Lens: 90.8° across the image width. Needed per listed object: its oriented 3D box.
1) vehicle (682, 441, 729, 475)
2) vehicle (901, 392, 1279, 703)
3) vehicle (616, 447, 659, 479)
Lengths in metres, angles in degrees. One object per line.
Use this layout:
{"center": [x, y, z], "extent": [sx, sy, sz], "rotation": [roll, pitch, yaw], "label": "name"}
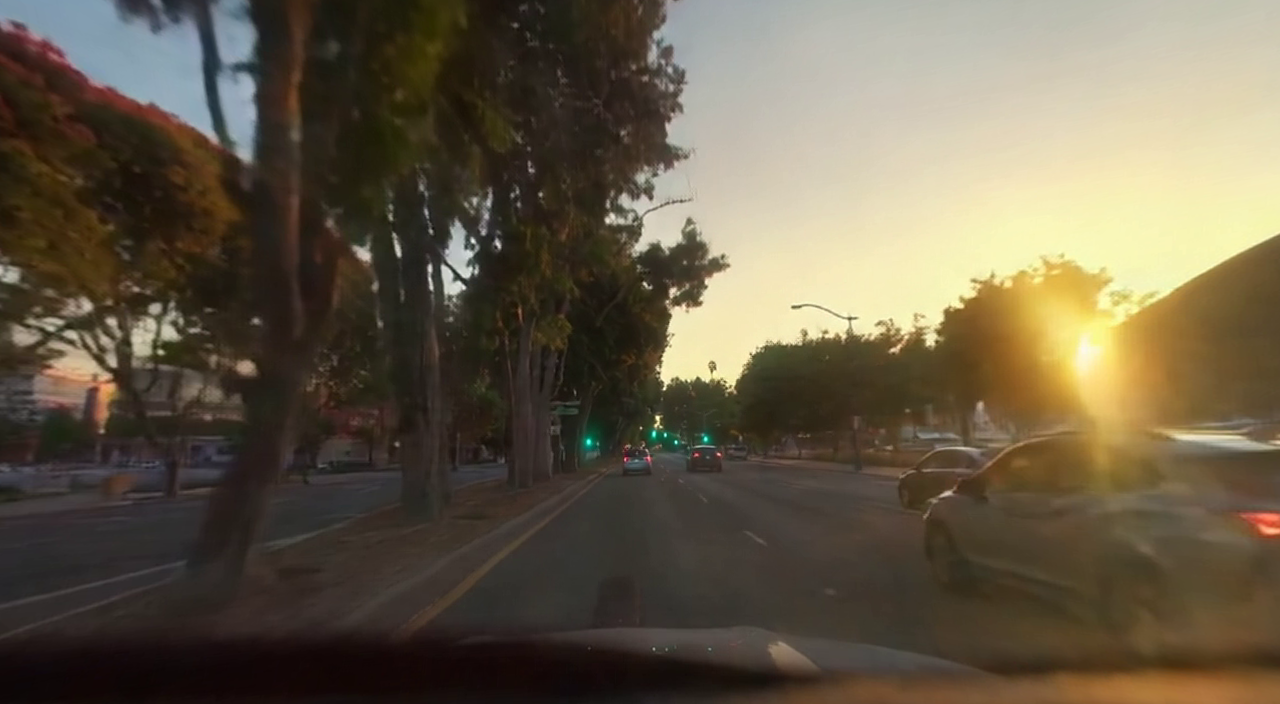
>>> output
{"center": [3.522, 5.836, 34.955], "extent": [2.036, 1.757, 4.300], "rotation": [0, -9, -1], "label": "vehicle"}
{"center": [3.656, 1.210, 4.445], "extent": [1.937, 1.538, 3.832], "rotation": [-1, -9, -1], "label": "vehicle"}
{"center": [-0.143, 5.587, 32.078], "extent": [2.054, 1.446, 3.969], "rotation": [-1, -9, -1], "label": "vehicle"}
